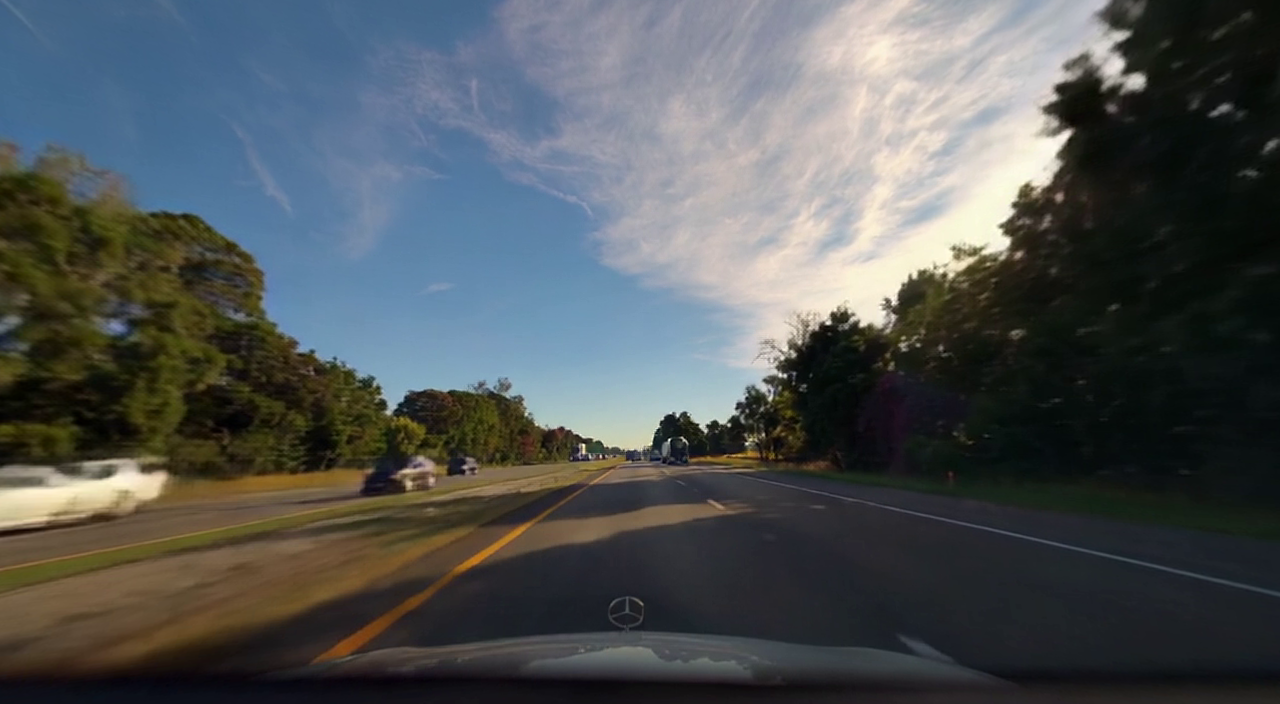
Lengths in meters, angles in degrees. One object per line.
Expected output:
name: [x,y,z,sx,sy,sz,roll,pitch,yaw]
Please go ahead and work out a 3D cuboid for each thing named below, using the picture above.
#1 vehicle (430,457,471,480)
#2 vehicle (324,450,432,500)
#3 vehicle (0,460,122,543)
vehicle: [-13.312,8.148,44.405,1.720,1.497,3.857,0,-9,0]
vehicle: [-9.264,4.358,22.756,1.949,1.626,4.479,0,-9,0]
vehicle: [-13.006,2.879,12.183,1.988,1.501,4.676,0,-9,0]
